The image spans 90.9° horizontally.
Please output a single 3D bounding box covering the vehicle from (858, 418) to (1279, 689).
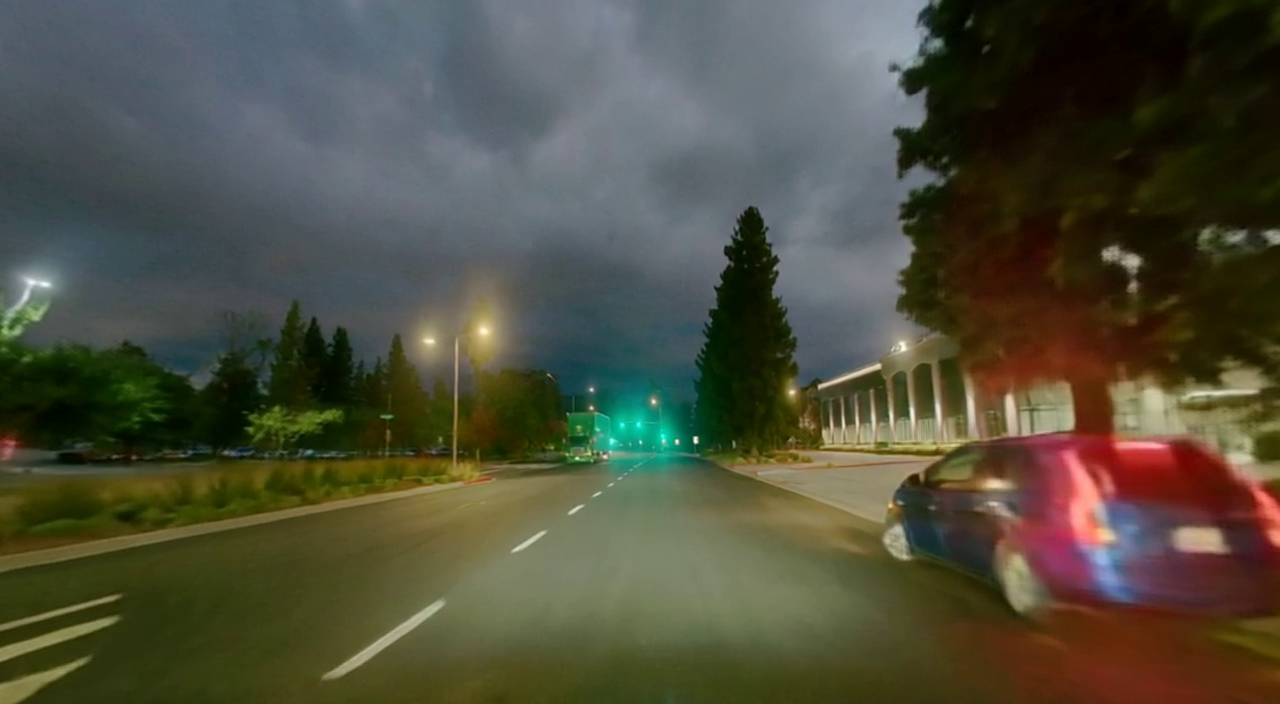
[{"bbox_3d":[3.830,1.465,5.809,2.098,1.509,4.389,0,-9,1],"label":"vehicle"}]
